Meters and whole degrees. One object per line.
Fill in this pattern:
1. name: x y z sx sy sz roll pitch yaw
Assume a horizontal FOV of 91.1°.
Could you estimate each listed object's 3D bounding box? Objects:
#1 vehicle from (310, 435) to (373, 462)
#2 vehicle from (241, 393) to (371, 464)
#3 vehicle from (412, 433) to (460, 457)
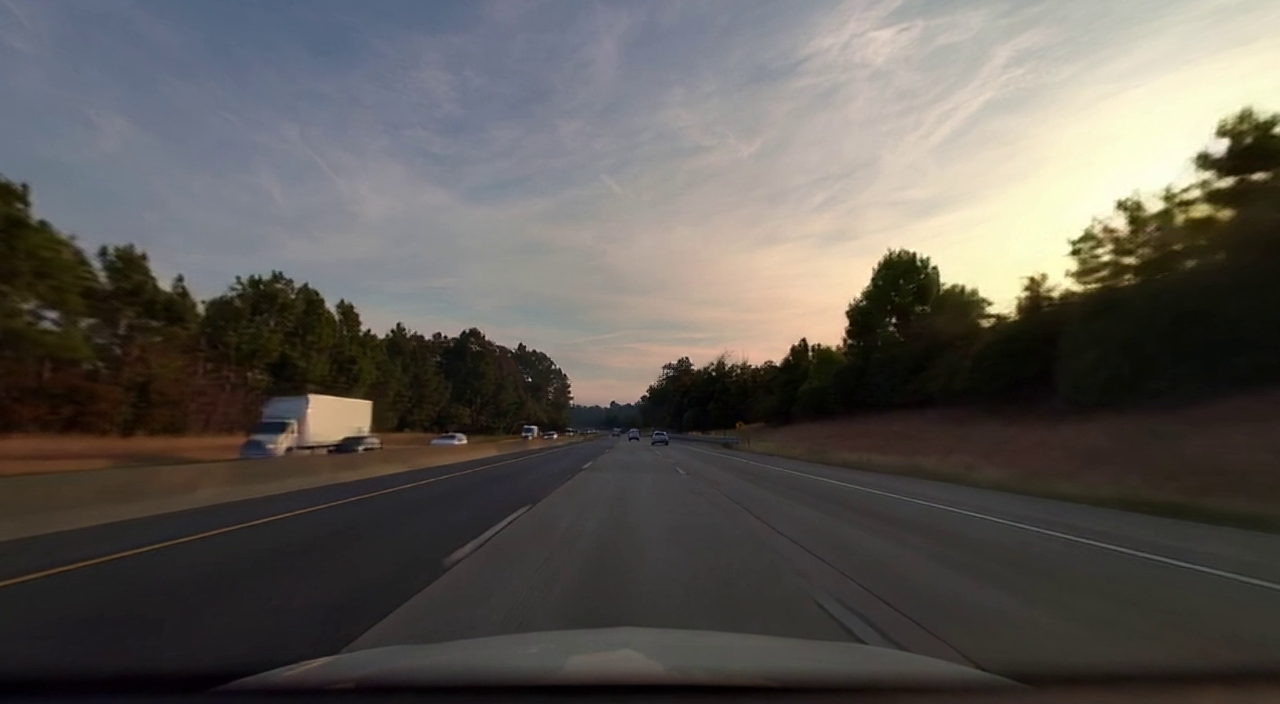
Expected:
1. vehicle: -17.243 5.588 36.516 1.838 1.470 3.701 0 -8 -1
2. vehicle: -20.983 4.970 40.543 2.969 4.008 10.131 0 -8 -1
3. vehicle: -13.121 5.998 40.637 1.663 1.464 4.353 0 -8 -1
